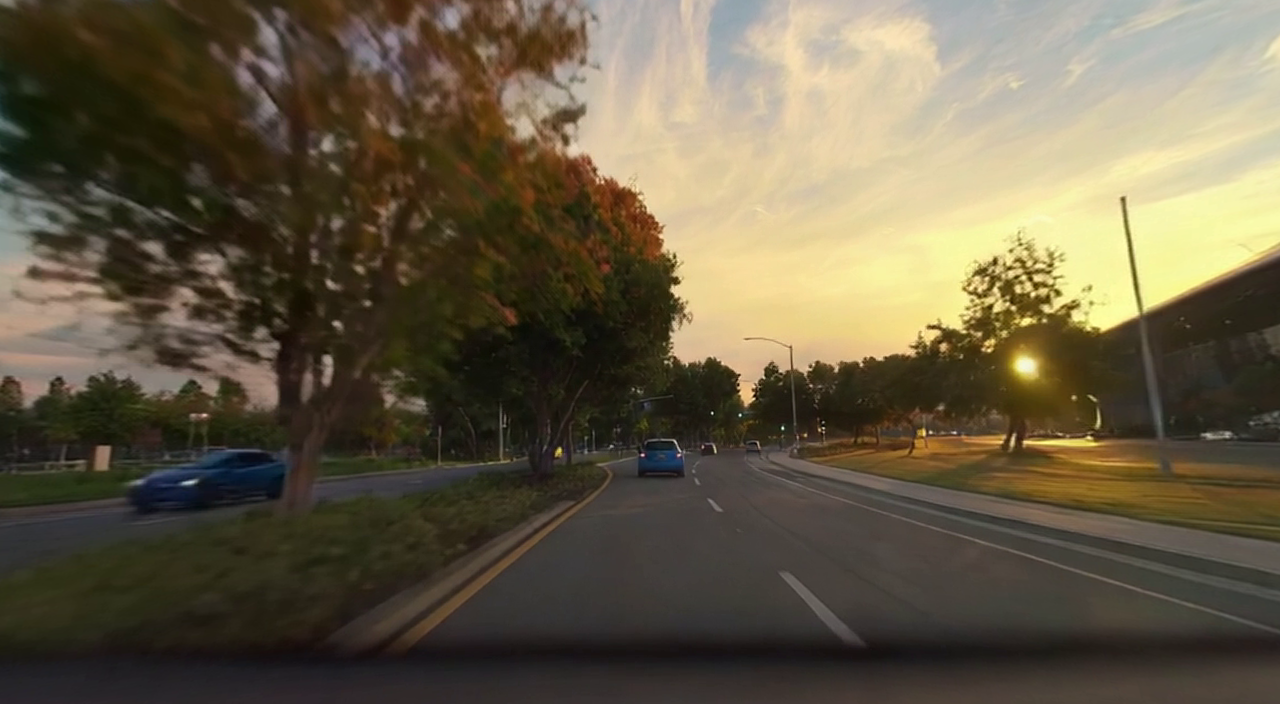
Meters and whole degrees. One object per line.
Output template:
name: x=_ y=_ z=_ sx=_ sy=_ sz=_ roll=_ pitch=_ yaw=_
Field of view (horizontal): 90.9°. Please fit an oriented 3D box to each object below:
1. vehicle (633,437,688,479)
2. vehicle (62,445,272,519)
vehicle: x=0.877 y=4.183 z=25.115 sx=2.010 sy=1.535 sz=3.735 roll=-1 pitch=-8 yaw=4
vehicle: x=-11.439 y=3.114 z=15.736 sx=1.828 sy=1.480 sz=4.242 roll=0 pitch=-8 yaw=2
